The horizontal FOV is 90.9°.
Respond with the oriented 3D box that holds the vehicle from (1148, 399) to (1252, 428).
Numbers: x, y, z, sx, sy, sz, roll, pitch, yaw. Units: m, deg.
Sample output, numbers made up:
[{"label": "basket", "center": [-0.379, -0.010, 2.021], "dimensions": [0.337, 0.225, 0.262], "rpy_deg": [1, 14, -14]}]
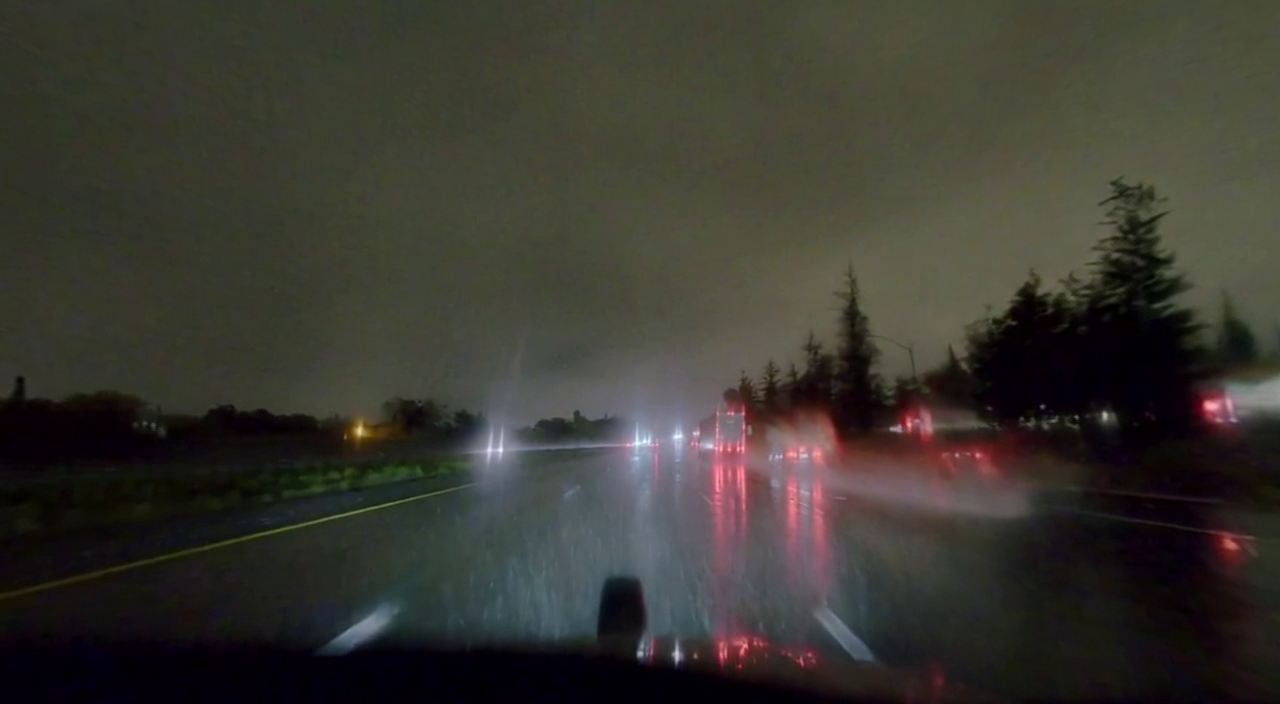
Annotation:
[{"label": "vehicle", "center": [41.843, 4.700, 47.340], "dimensions": [2.205, 1.861, 5.602], "rpy_deg": [1, -8, -8]}]
